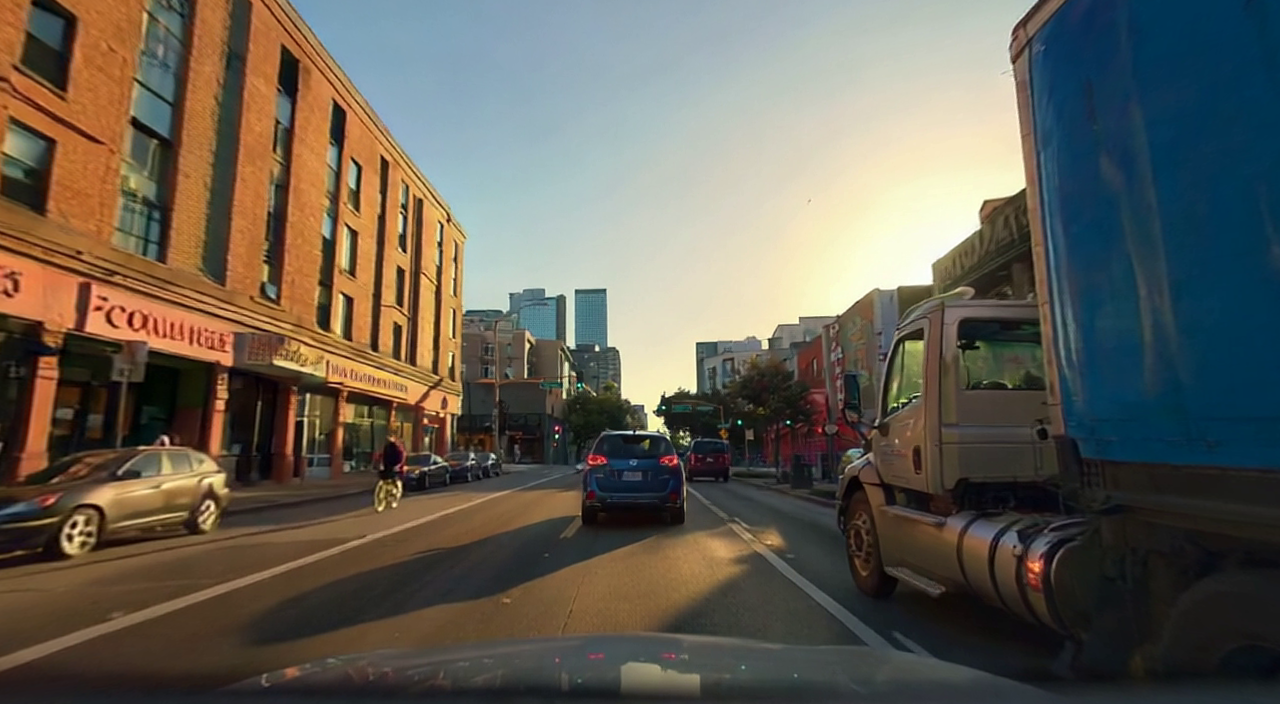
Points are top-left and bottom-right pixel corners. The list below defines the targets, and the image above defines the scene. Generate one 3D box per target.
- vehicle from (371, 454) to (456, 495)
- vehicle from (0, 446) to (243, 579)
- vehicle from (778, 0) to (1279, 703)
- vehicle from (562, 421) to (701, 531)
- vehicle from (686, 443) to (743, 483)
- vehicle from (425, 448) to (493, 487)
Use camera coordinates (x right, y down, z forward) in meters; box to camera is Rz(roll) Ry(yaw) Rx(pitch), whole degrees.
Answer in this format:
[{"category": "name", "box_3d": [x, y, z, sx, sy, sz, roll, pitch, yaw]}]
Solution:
[{"category": "vehicle", "box_3d": [-8.698, 4.715, 24.665, 1.805, 1.379, 4.359, 0, -8, -1]}, {"category": "vehicle", "box_3d": [-8.839, 2.374, 10.256, 1.896, 1.652, 4.269, 0, -8, 1]}, {"category": "vehicle", "box_3d": [3.028, -0.013, 2.406, 2.913, 3.771, 9.716, 0, -8, 1]}, {"category": "vehicle", "box_3d": [-0.148, 2.375, 12.708, 2.283, 1.783, 4.548, 0, -8, 0]}, {"category": "vehicle", "box_3d": [3.437, 5.200, 29.961, 2.159, 1.696, 4.316, 0, -8, 0]}, {"category": "vehicle", "box_3d": [-8.711, 5.554, 30.785, 2.084, 1.686, 4.422, 0, -8, -1]}]
